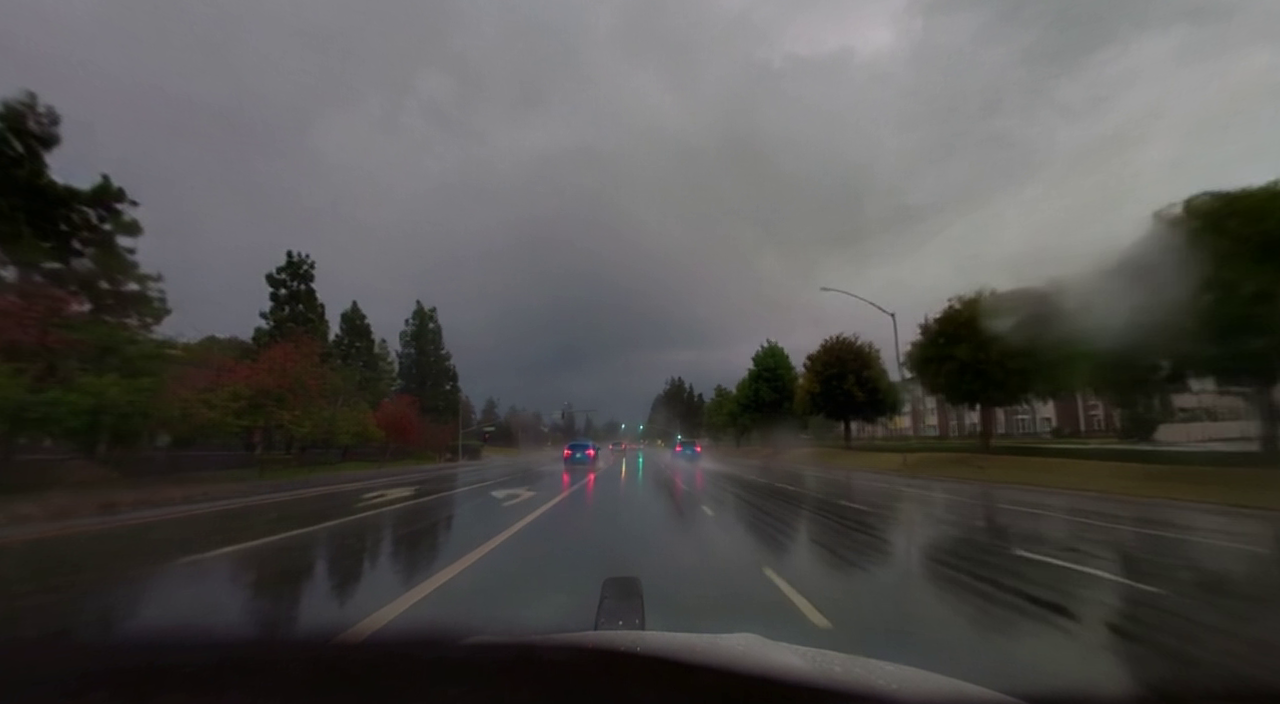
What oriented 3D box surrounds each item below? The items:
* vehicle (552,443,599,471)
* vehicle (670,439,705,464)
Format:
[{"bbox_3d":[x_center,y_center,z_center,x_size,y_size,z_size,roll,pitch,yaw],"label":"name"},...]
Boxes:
[{"bbox_3d":[-3.557,5.904,35.719,2.112,1.471,4.212,0,-9,1],"label":"vehicle"},{"bbox_3d":[3.294,6.987,44.495,2.072,1.696,4.177,0,-9,-1],"label":"vehicle"}]
